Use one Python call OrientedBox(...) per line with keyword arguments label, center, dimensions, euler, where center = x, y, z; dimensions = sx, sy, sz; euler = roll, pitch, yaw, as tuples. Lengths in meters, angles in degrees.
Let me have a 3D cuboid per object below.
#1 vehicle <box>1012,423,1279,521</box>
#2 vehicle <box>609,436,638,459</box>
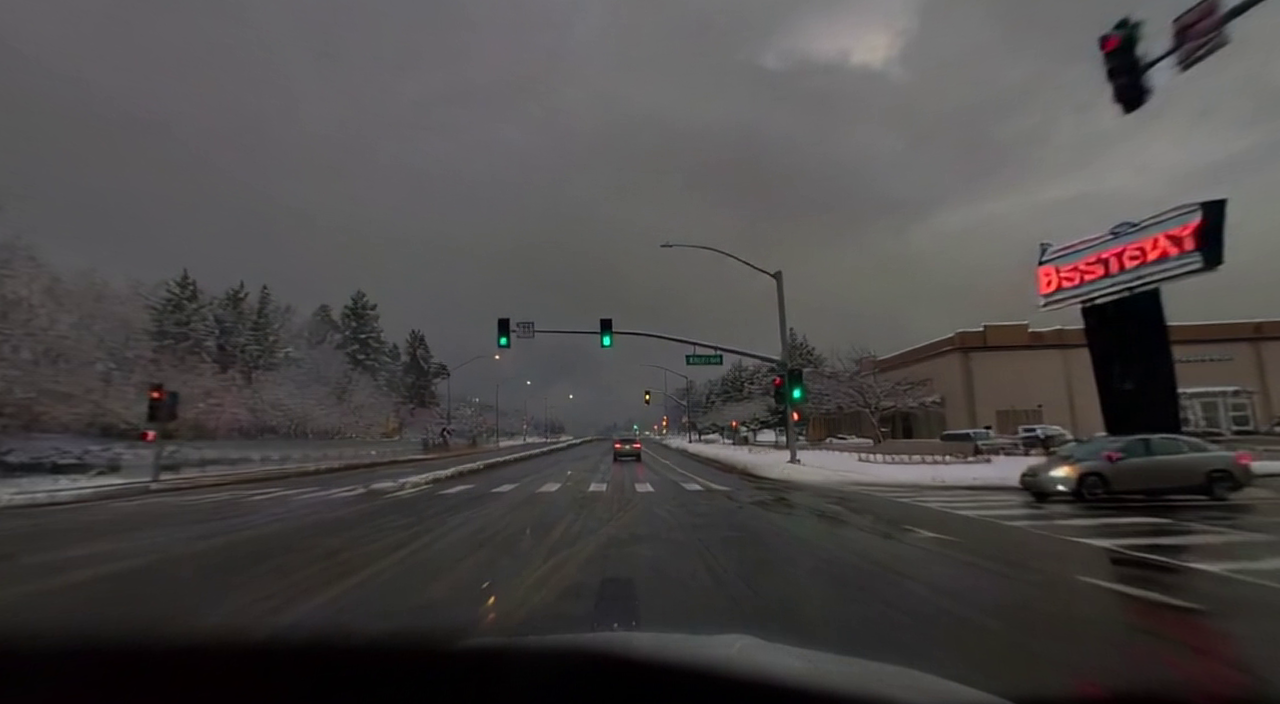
OrientedBox(label="vehicle", center=(9.490, 2.037, 10.982), dimensions=(4.794, 1.511, 1.992), euler=(0, -9, -3))
OrientedBox(label="vehicle", center=(-1.223, 7.140, 47.392), dimensions=(2.024, 1.628, 4.774), euler=(0, -9, -1))
